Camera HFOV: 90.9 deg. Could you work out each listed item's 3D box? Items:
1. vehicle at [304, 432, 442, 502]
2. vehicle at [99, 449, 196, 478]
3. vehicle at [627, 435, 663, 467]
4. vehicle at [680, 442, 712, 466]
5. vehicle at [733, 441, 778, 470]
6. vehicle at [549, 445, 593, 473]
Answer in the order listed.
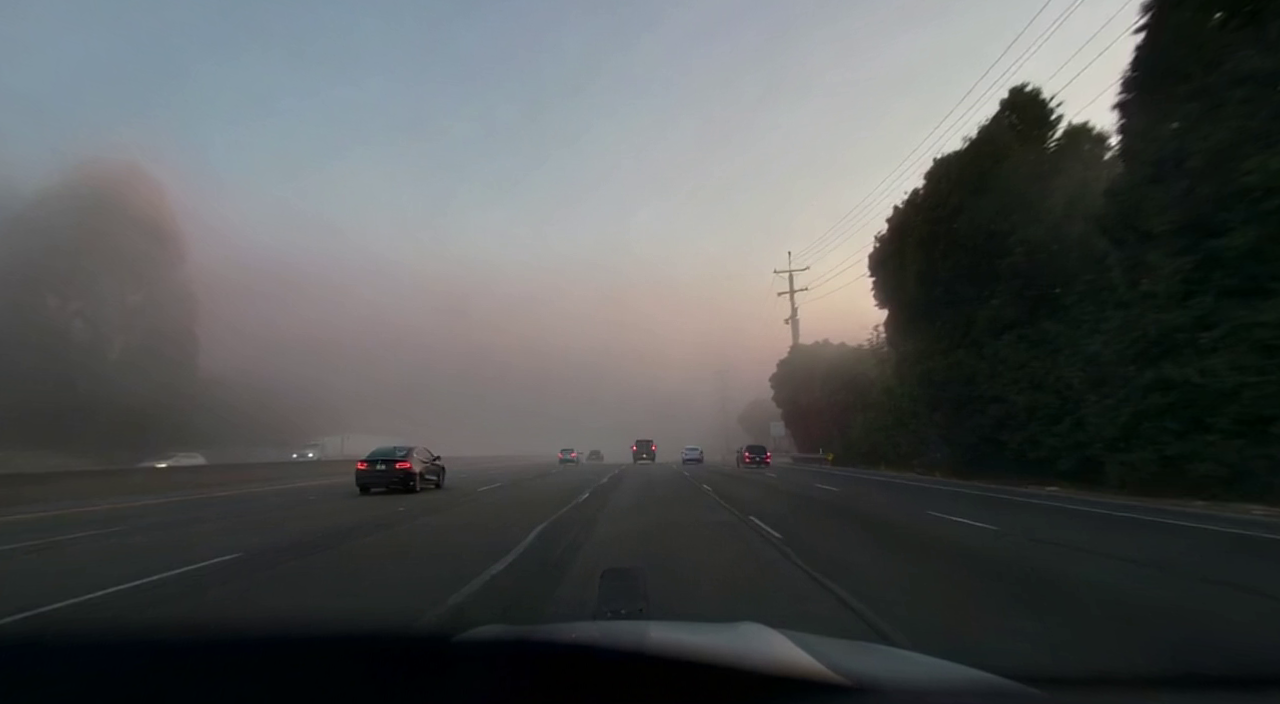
[{"bbox_3d":[-7.418,3.238,18.117,2.007,1.732,4.395,0,-9,0],"label":"vehicle"},{"bbox_3d":[-29.803,6.748,38.339,2.020,1.591,4.741,0,-9,1],"label":"vehicle"},{"bbox_3d":[0.319,7.528,48.083,2.622,2.208,5.320,0,-8,-1],"label":"vehicle"},{"bbox_3d":[4.127,7.618,47.116,1.996,1.710,4.256,0,-9,0],"label":"vehicle"},{"bbox_3d":[7.313,6.569,40.290,1.937,1.698,4.322,0,-8,-1],"label":"vehicle"},{"bbox_3d":[-3.832,6.021,35.632,1.979,1.469,4.378,0,-8,1],"label":"vehicle"}]
